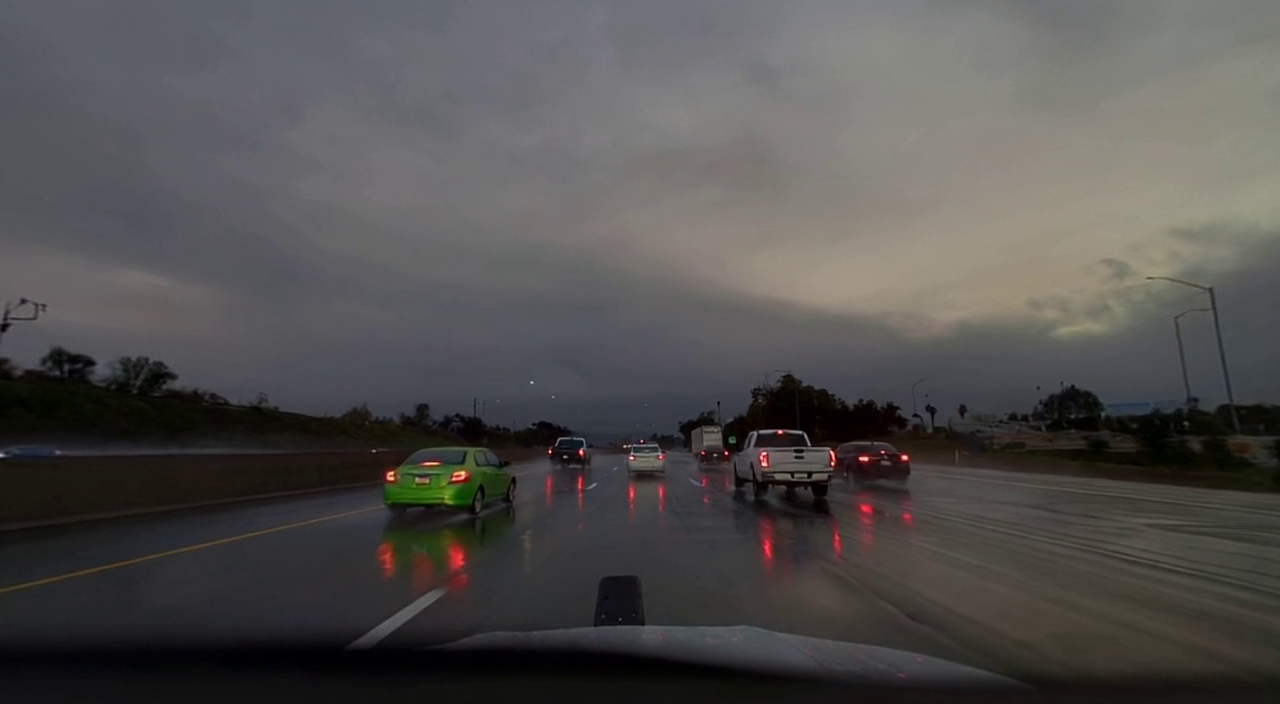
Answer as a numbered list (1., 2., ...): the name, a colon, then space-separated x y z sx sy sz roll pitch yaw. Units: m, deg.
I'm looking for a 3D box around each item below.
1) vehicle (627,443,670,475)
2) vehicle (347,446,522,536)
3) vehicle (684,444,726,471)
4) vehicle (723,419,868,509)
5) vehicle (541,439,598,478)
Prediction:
1. vehicle: 0.446 5.754 34.049 2.147 1.572 4.094 0 -9 0
2. vehicle: -3.733 2.581 12.377 1.947 1.424 4.264 0 -9 1
3. vehicle: 4.050 6.652 39.889 2.145 1.636 4.437 0 -9 -1
4. vehicle: 3.745 2.845 16.493 2.340 1.925 5.529 0 -9 -1
5. vehicle: -3.444 5.302 31.628 2.176 1.783 4.799 0 -9 2
